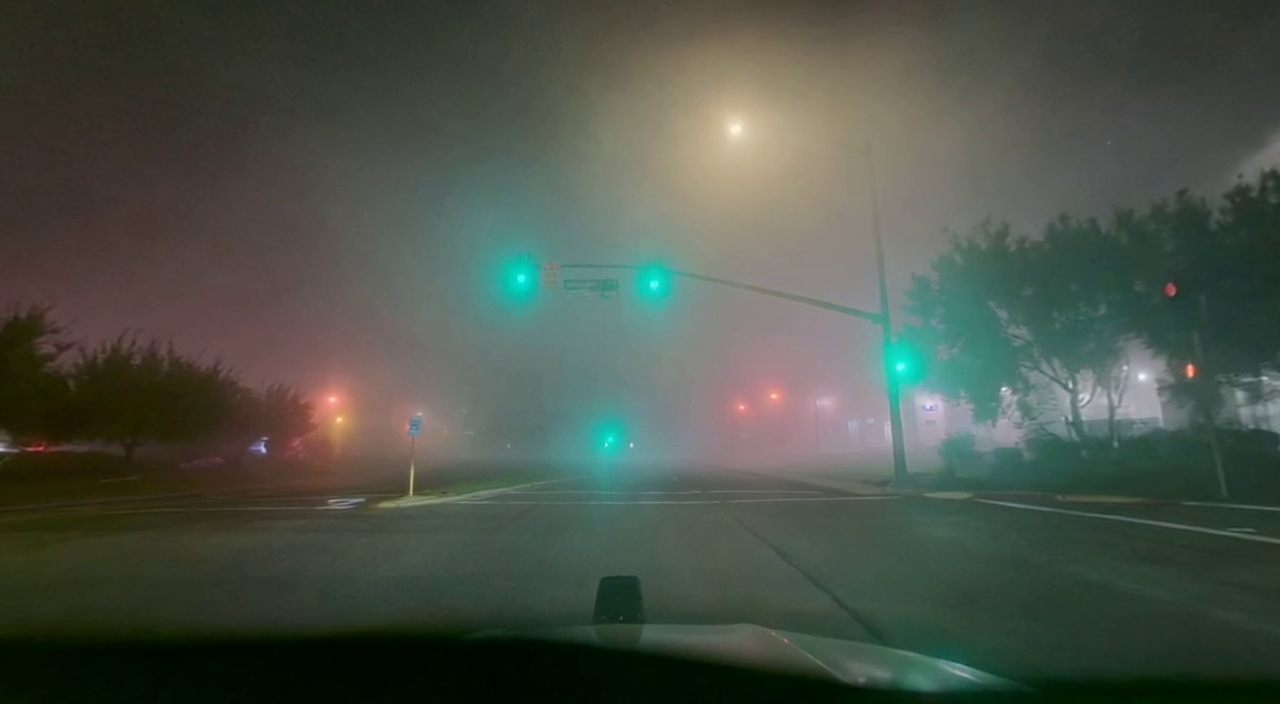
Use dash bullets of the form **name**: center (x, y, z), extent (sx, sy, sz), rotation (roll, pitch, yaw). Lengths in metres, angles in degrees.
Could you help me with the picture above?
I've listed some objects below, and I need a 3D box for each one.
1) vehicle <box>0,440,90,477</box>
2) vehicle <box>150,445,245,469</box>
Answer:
- **vehicle**: center (-29.227, 5.028, 29.884), extent (4.290, 1.654, 1.974), rotation (0, -9, -2)
- **vehicle**: center (-28.867, 6.857, 41.226), extent (4.652, 1.489, 1.992), rotation (0, -9, -2)
